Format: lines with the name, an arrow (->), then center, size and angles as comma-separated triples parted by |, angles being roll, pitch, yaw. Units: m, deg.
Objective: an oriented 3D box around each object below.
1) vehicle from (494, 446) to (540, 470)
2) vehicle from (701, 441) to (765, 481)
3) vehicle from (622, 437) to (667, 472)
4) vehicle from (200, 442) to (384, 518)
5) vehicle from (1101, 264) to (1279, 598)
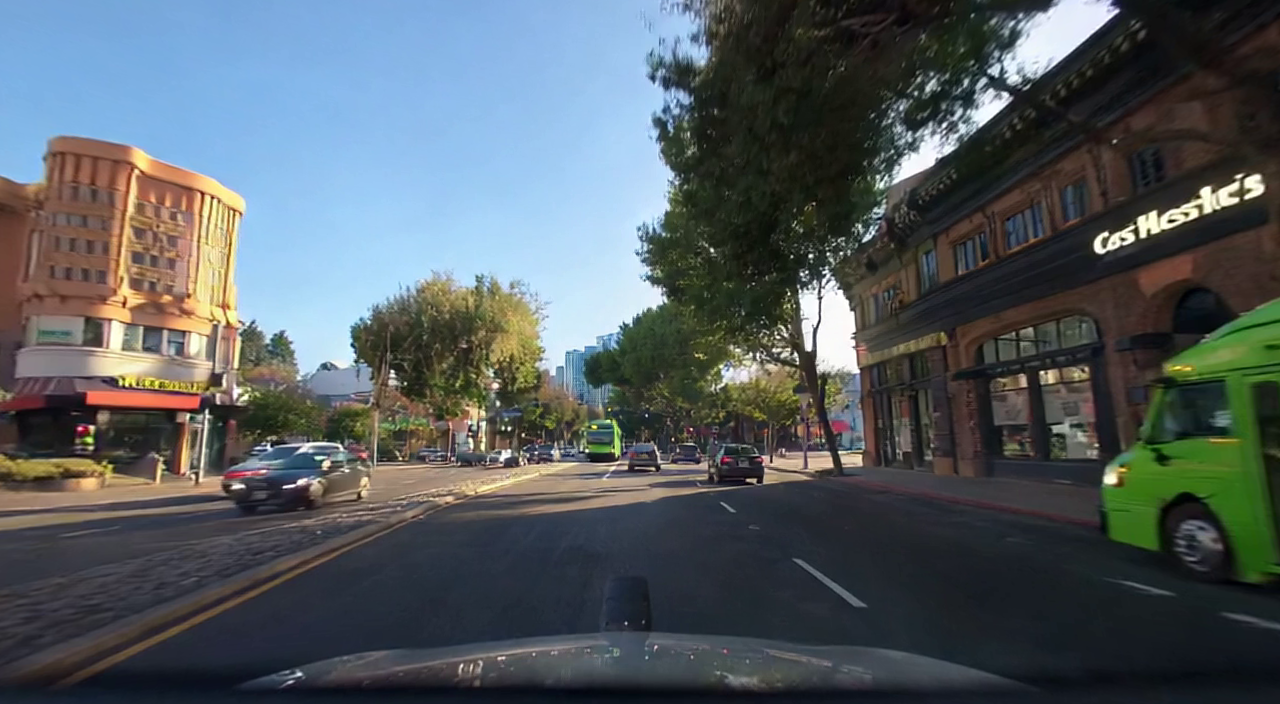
vehicle -> -8.168, 7.106, 42.333 | 2.228, 1.476, 4.162 | 0, -8, 0
vehicle -> 3.821, 4.543, 26.511 | 2.046, 1.540, 3.883 | 0, -8, -1
vehicle -> 0.209, 5.631, 34.859 | 2.301, 1.837, 4.411 | 0, -8, 0
vehicle -> -8.166, 2.991, 15.368 | 2.010, 1.567, 4.250 | 0, -8, 1
vehicle -> 7.665, 0.403, 3.592 | 2.998, 3.172, 9.225 | 0, -8, 0
